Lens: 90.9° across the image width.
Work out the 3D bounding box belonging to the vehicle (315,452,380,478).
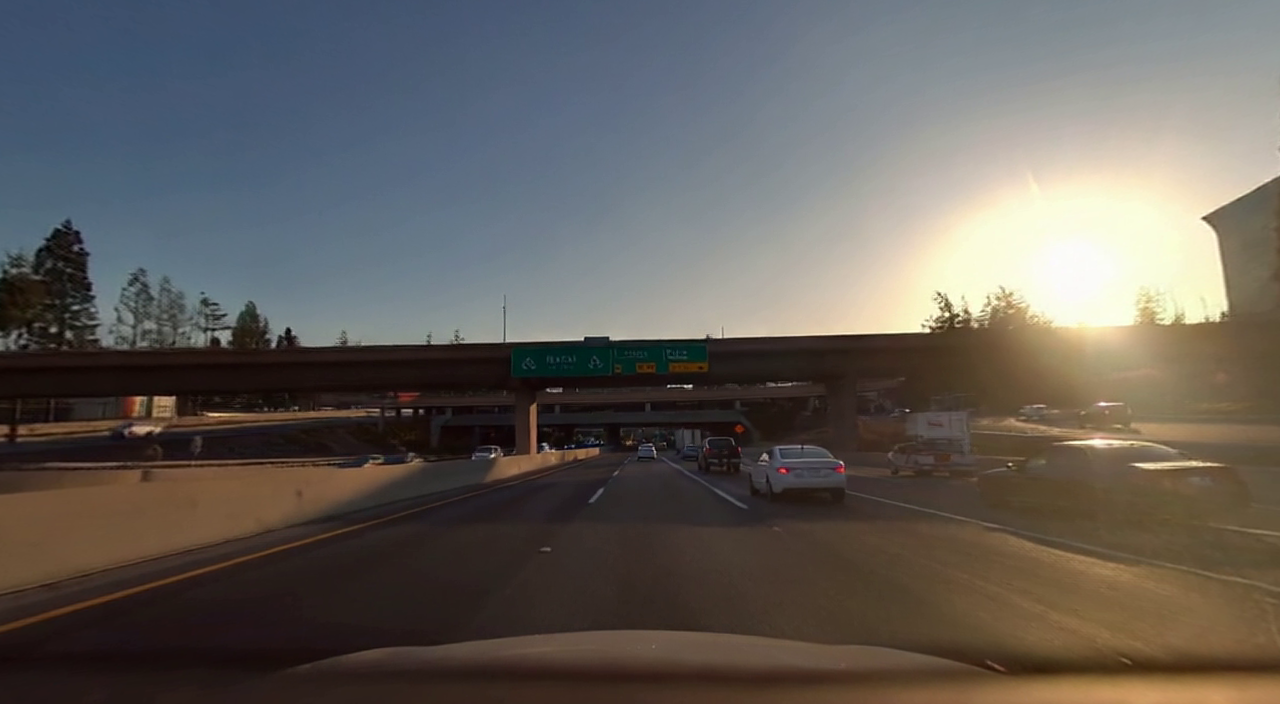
[{"bbox_3d":[-18.694,7.215,40.578,1.860,1.483,4.649,0,-8,1],"label":"vehicle"}]

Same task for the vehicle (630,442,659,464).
[{"bbox_3d":[0.350,7.815,48.940,2.124,1.639,4.122,0,-8,0],"label":"vehicle"}]

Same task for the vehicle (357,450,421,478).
[{"bbox_3d":[-14.806,6.617,37.431,1.897,1.497,4.446,0,-8,1],"label":"vehicle"}]

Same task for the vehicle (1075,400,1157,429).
[{"bbox_3d":[33.329,4.445,44.374,2.131,1.840,4.870,-1,-8,4],"label":"vehicle"}]

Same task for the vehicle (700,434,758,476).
[{"bbox_3d":[4.244,4.994,30.876,2.086,1.858,4.737,0,-8,-1],"label":"vehicle"}]

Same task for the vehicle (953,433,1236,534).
[{"bbox_3d":[7.787,2.259,11.503,1.919,1.476,4.303,0,-8,0],"label":"vehicle"}]

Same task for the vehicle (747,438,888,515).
[{"bbox_3d":[3.849,2.752,14.574,1.902,1.481,4.451,0,-8,-1],"label":"vehicle"}]
